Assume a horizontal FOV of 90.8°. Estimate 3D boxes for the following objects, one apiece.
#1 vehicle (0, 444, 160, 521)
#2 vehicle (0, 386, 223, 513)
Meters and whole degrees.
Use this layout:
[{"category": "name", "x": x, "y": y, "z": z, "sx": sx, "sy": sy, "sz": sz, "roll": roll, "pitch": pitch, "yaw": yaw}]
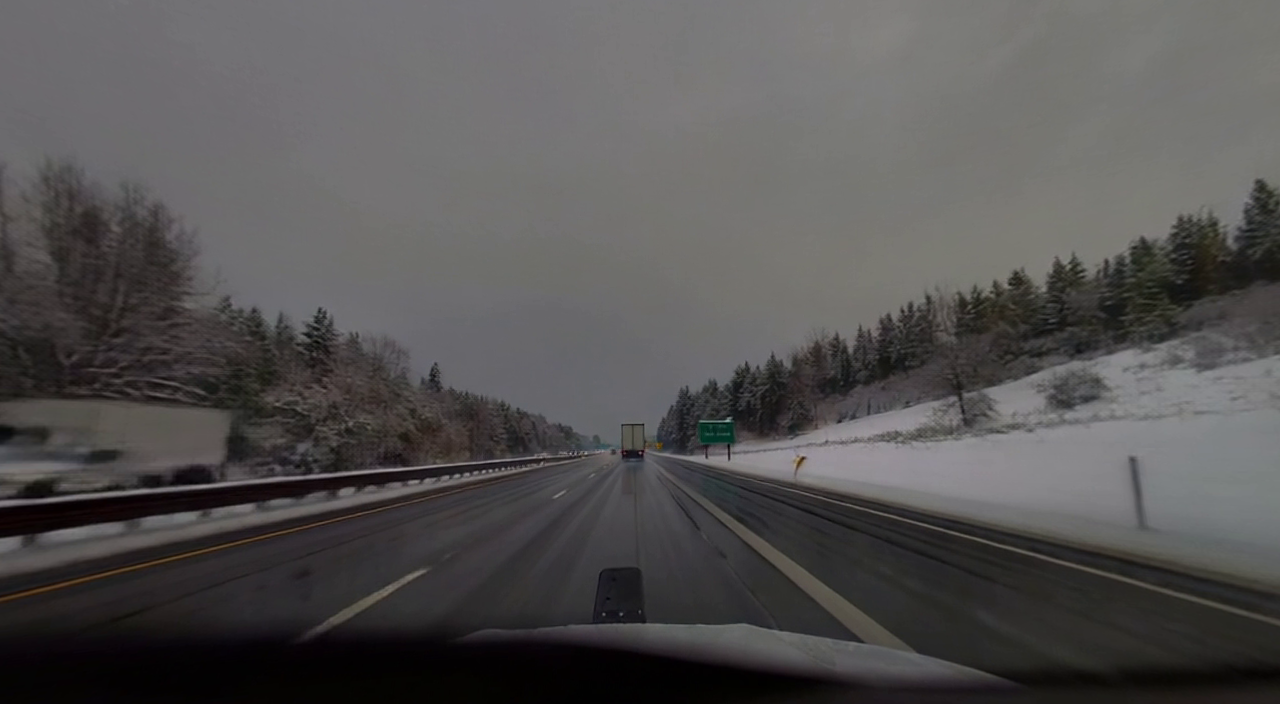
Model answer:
[{"category": "vehicle", "x": -13.470, "y": 2.864, "z": 14.328, "sx": 1.893, "sy": 1.486, "sz": 4.135, "roll": 0, "pitch": -9, "yaw": -1}, {"category": "vehicle", "x": -17.494, "y": 3.130, "z": 20.374, "sx": 2.698, "sy": 3.285, "sz": 7.761, "roll": 0, "pitch": -9, "yaw": -1}]
